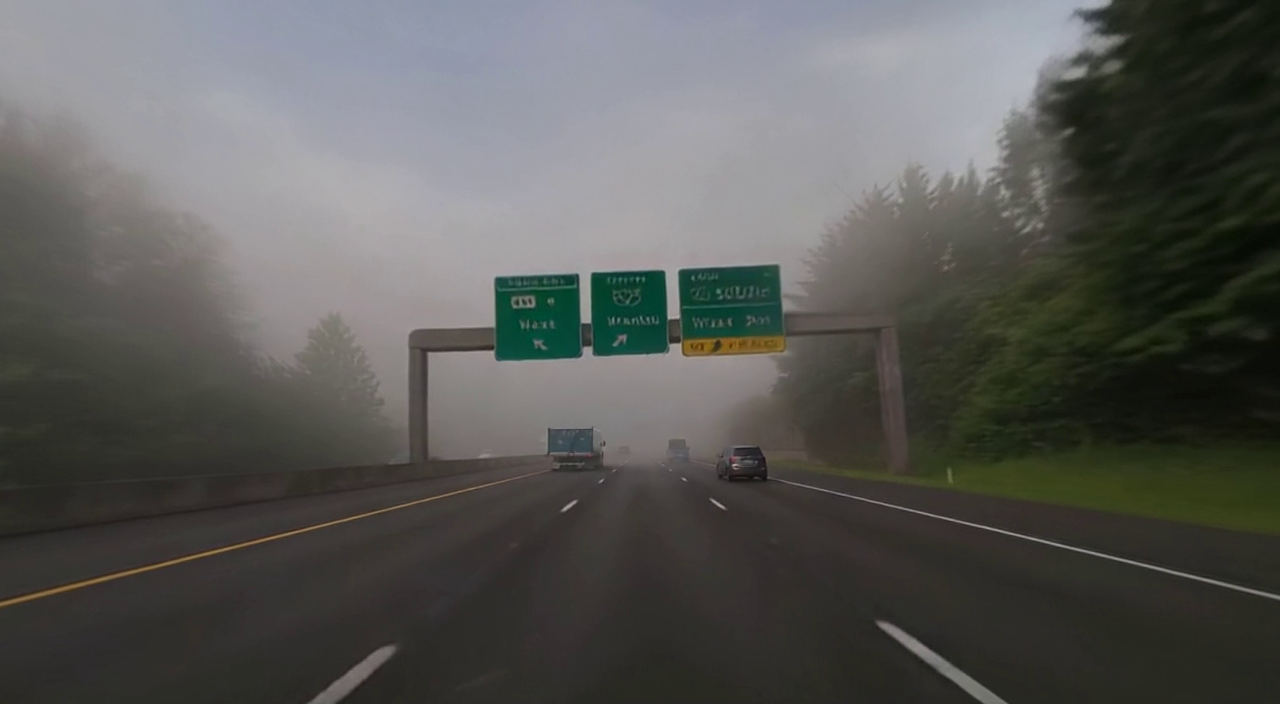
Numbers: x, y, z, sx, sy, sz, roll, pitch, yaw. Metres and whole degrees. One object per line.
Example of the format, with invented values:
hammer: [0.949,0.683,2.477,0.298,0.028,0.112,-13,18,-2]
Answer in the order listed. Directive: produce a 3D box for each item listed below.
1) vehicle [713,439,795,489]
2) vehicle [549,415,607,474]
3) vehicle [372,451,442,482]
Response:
vehicle: [3.810,3.837,21.806,1.983,1.545,4.038,0,-9,-1]
vehicle: [-3.581,5.583,37.924,2.667,3.195,6.731,0,-9,1]
vehicle: [-11.662,5.726,31.901,1.810,1.429,4.420,0,-9,1]
